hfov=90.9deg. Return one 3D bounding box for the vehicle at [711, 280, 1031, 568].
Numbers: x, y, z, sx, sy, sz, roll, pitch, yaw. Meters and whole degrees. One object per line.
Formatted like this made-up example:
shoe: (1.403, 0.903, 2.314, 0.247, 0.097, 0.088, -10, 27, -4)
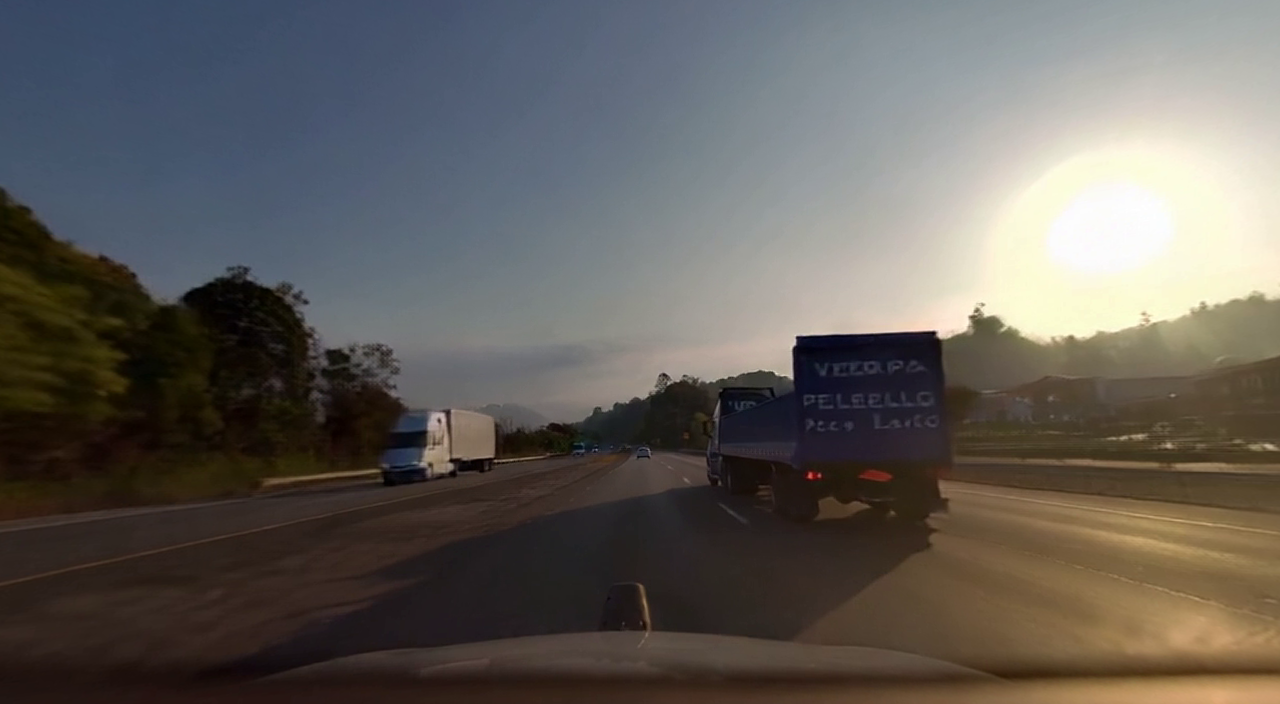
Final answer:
vehicle: (4.054, 1.943, 15.481, 3.341, 4.269, 12.252, 0, -9, 1)
